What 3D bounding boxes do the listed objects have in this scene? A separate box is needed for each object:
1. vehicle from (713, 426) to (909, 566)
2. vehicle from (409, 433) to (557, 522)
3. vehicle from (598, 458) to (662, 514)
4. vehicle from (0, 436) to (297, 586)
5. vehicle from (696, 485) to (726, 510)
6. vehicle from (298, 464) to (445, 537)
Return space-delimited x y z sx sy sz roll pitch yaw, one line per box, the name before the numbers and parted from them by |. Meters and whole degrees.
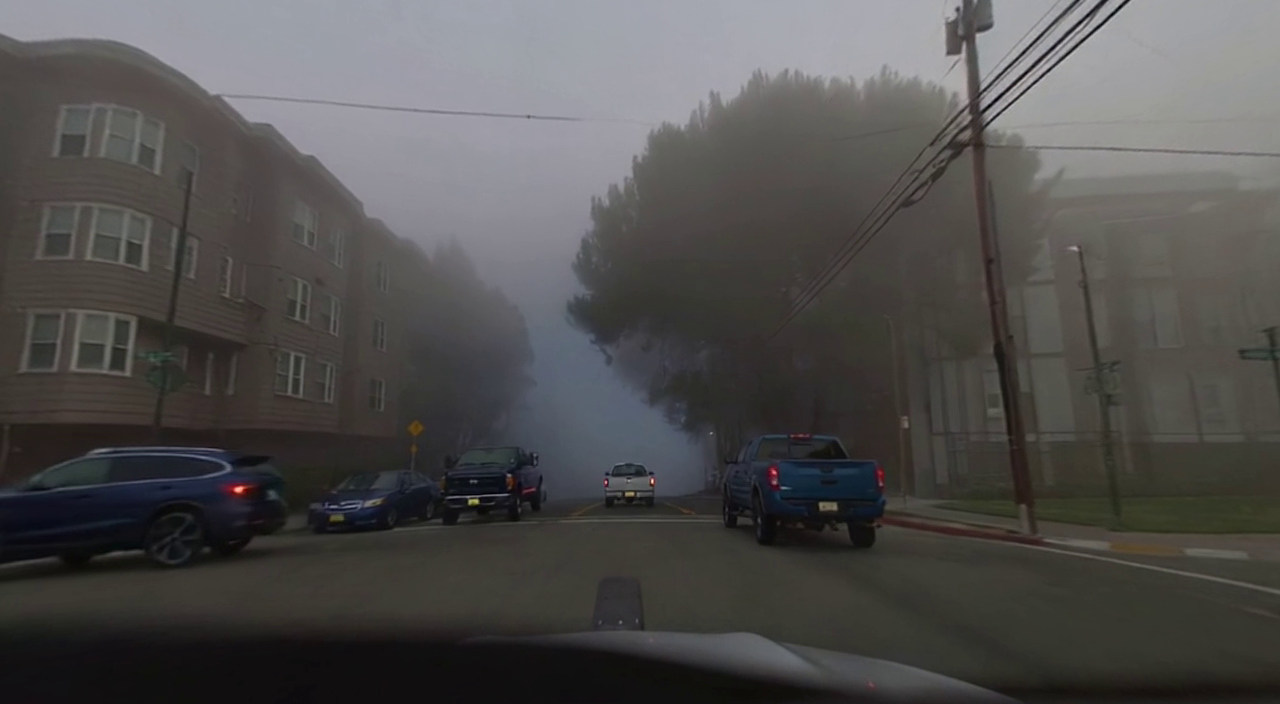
vehicle | 2.657 2.347 11.217 2.027 1.907 4.736 0 -8 -2
vehicle | -3.705 3.338 16.421 2.330 1.859 6.068 0 -13 -1
vehicle | -0.339 5.350 24.908 2.308 1.940 4.125 -1 -14 1
vehicle | -7.381 1.985 8.360 4.564 1.696 2.024 3 -9 -16
vehicle | 5.153 10.593 46.137 1.725 1.442 3.740 0 -8 0
vehicle | -6.662 3.698 16.281 1.881 1.464 4.379 0 -8 0
